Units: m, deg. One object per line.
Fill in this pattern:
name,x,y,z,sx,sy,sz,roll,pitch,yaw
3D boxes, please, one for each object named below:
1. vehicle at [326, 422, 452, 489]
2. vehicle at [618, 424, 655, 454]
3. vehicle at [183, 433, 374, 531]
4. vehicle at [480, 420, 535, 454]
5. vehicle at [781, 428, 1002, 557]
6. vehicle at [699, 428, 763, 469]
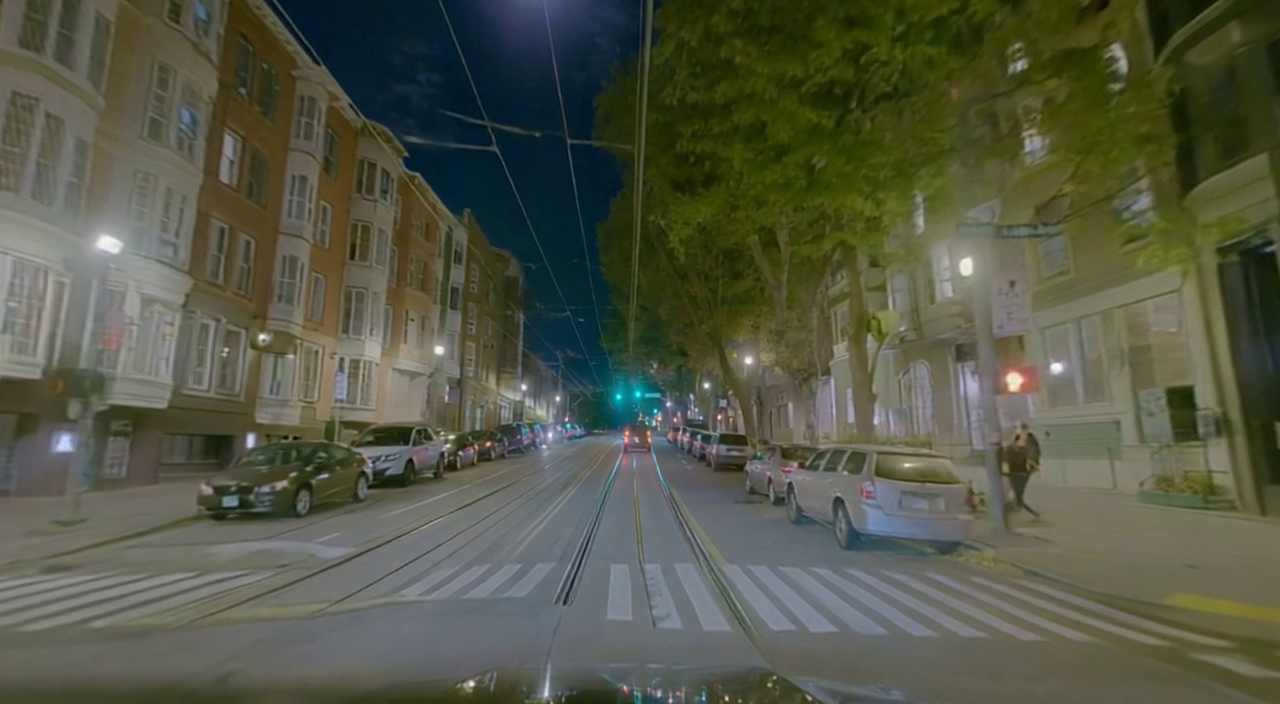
vehicle,-7.466,3.171,19.399,1.861,1.751,4.550,1,-9,2
vehicle,-0.234,4.972,35.927,1.984,1.571,3.404,0,-8,-2
vehicle,-7.384,2.610,13.439,1.779,1.588,3.953,2,-6,-2
vehicle,-7.450,4.877,36.014,2.049,1.821,5.066,0,-8,-1
vehicle,3.887,2.217,10.703,1.929,1.723,4.134,0,-9,-1
vehicle,3.707,4.025,26.457,1.890,1.559,4.281,0,-9,-2
